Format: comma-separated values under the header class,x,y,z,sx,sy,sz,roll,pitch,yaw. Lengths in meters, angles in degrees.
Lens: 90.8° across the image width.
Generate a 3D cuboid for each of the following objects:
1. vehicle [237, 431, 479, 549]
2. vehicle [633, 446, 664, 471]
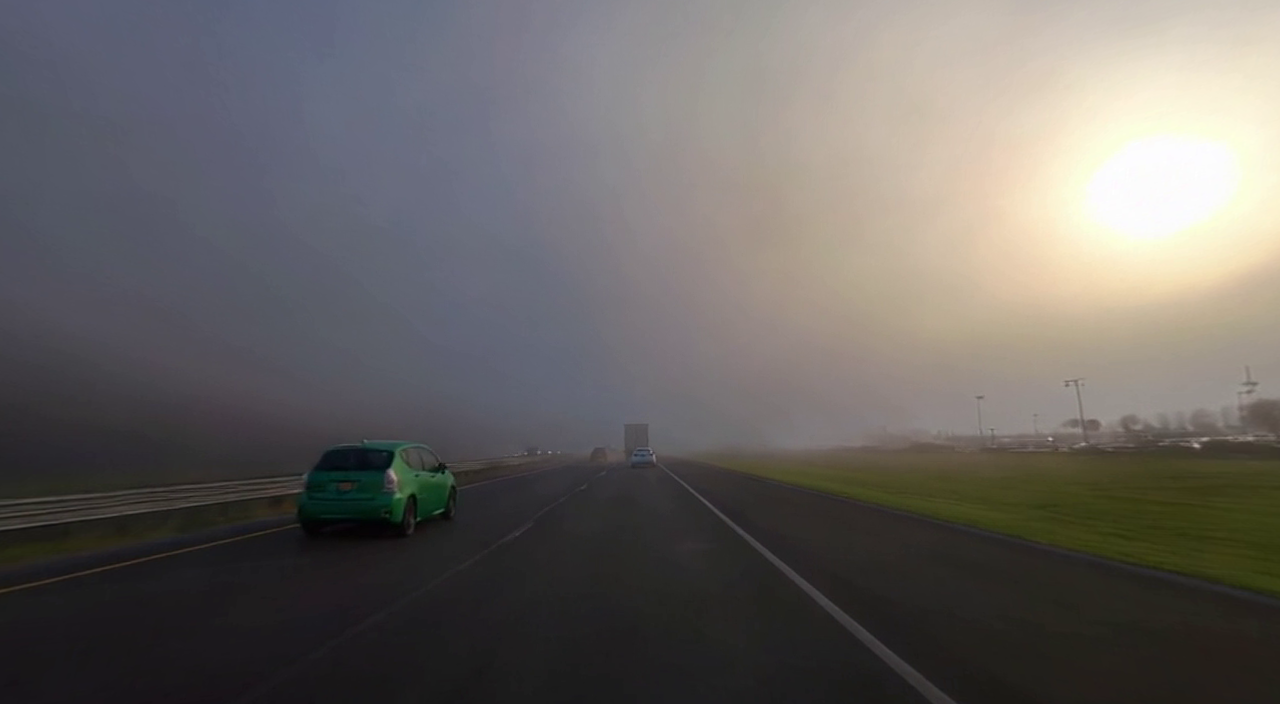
class,x,y,z,sx,sy,sz,roll,pitch,yaw
vehicle,-4.253,2.147,10.417,2.172,1.548,3.953,0,-9,0
vehicle,0.542,7.190,42.906,1.992,1.593,3.937,0,-9,-1
